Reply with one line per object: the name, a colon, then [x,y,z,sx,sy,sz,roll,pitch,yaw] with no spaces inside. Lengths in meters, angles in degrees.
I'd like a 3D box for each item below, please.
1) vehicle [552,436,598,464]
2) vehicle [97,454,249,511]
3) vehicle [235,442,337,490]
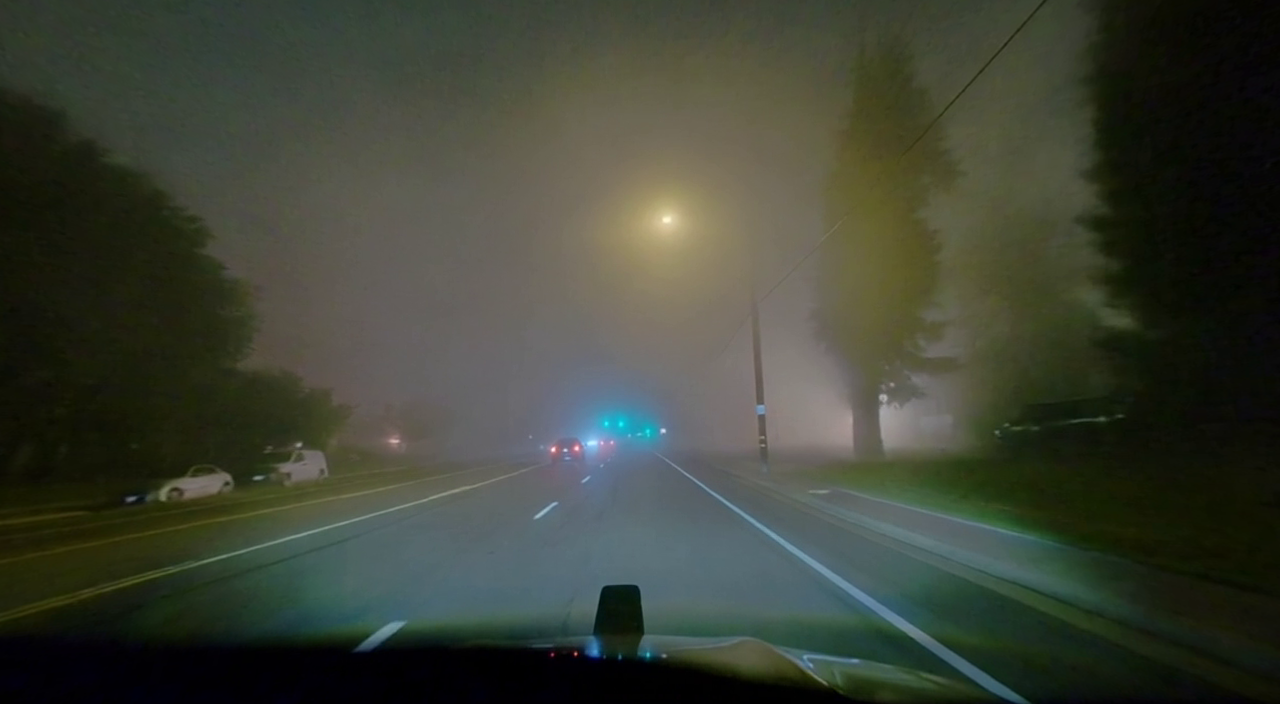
vehicle: [-3.523,5.378,34.890,2.030,1.467,4.251,0,-8,0]
vehicle: [-15.556,4.330,21.400,1.901,1.454,4.249,-3,-7,1]
vehicle: [-15.787,5.060,28.522,2.050,1.784,4.577,-3,-7,-1]
